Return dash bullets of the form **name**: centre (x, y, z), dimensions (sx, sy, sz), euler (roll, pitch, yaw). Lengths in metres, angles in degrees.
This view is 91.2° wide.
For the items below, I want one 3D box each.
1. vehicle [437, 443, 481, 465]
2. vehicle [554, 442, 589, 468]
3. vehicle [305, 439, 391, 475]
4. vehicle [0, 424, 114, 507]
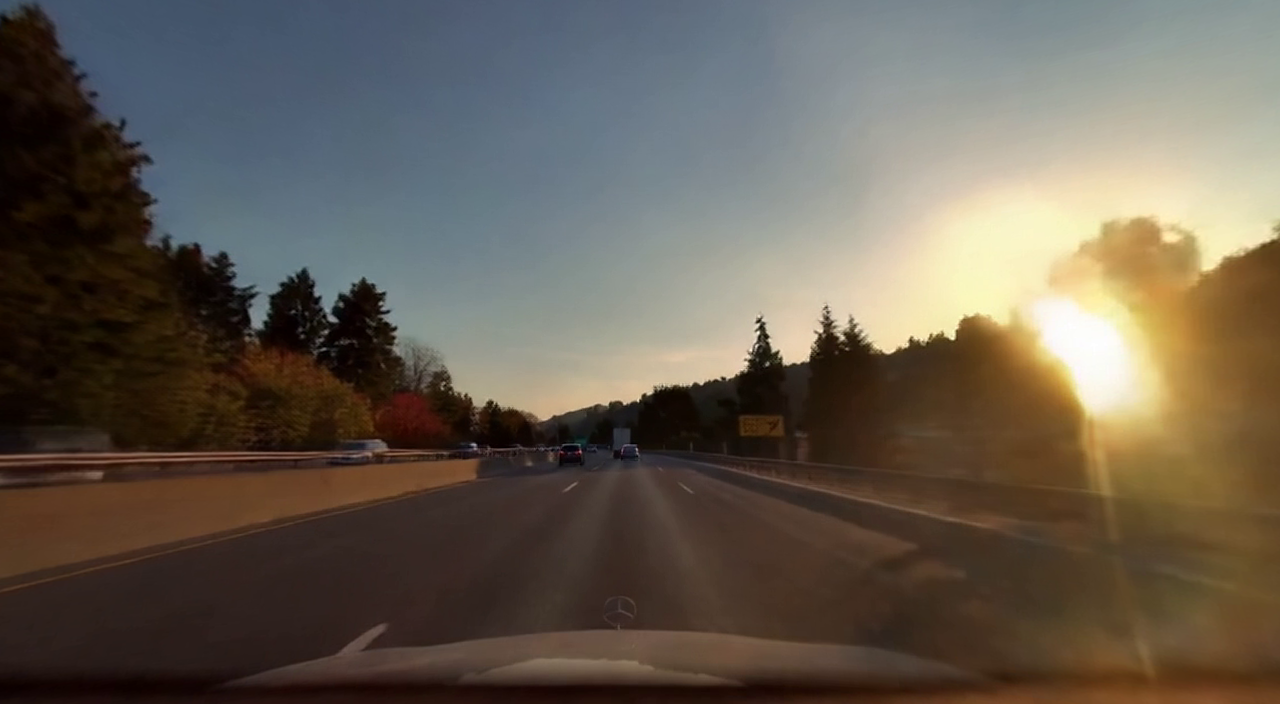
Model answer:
- **vehicle**: centre (-13.446, 7.608, 46.788), dimensions (1.935, 1.542, 4.672), euler (0, -9, -1)
- **vehicle**: centre (-4.736, 7.217, 43.967), dimensions (2.098, 1.692, 4.038), euler (0, -9, -2)
- **vehicle**: centre (-13.294, 4.807, 28.853), dimensions (1.888, 1.491, 4.426), euler (0, -9, -1)
- **vehicle**: centre (-12.940, 2.174, 12.039), dimensions (2.169, 1.511, 4.002), euler (0, -9, -1)
